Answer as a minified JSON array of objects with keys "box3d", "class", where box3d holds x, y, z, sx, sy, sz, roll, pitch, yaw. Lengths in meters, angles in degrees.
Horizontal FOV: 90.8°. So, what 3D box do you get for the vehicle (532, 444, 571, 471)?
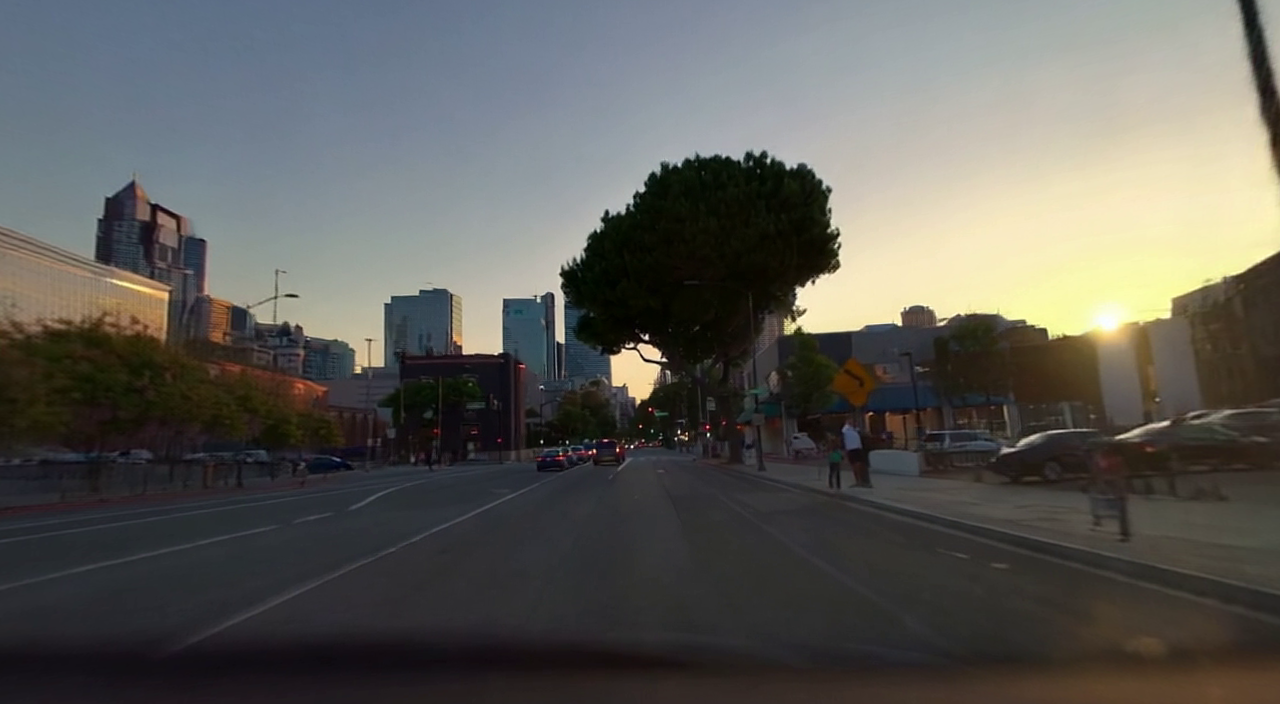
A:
[{"box3d":[-5.451,6.526,39.332,1.889,1.572,3.599,0,-8,1],"class":"vehicle"}]
